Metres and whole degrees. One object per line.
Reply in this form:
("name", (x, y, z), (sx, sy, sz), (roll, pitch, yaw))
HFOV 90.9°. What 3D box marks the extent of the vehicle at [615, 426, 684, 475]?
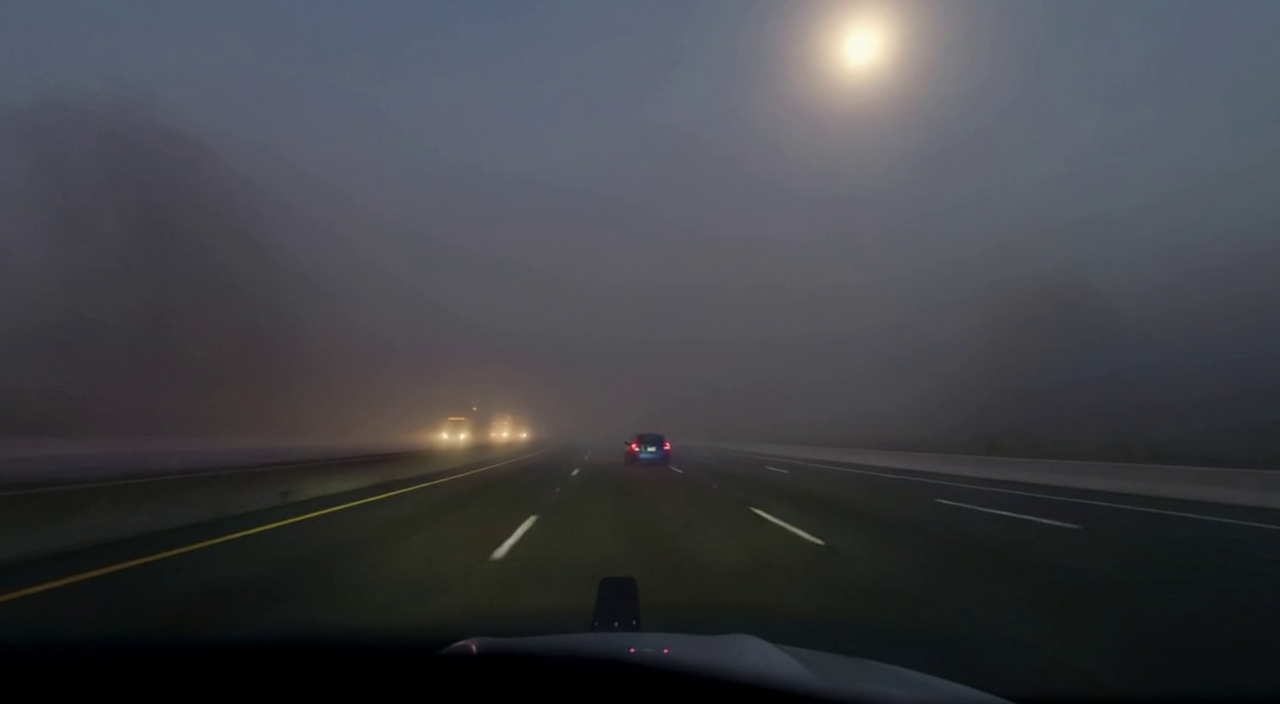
("vehicle", (0.230, 3.481, 22.637), (1.997, 1.589, 4.179), (1, -8, -6))
